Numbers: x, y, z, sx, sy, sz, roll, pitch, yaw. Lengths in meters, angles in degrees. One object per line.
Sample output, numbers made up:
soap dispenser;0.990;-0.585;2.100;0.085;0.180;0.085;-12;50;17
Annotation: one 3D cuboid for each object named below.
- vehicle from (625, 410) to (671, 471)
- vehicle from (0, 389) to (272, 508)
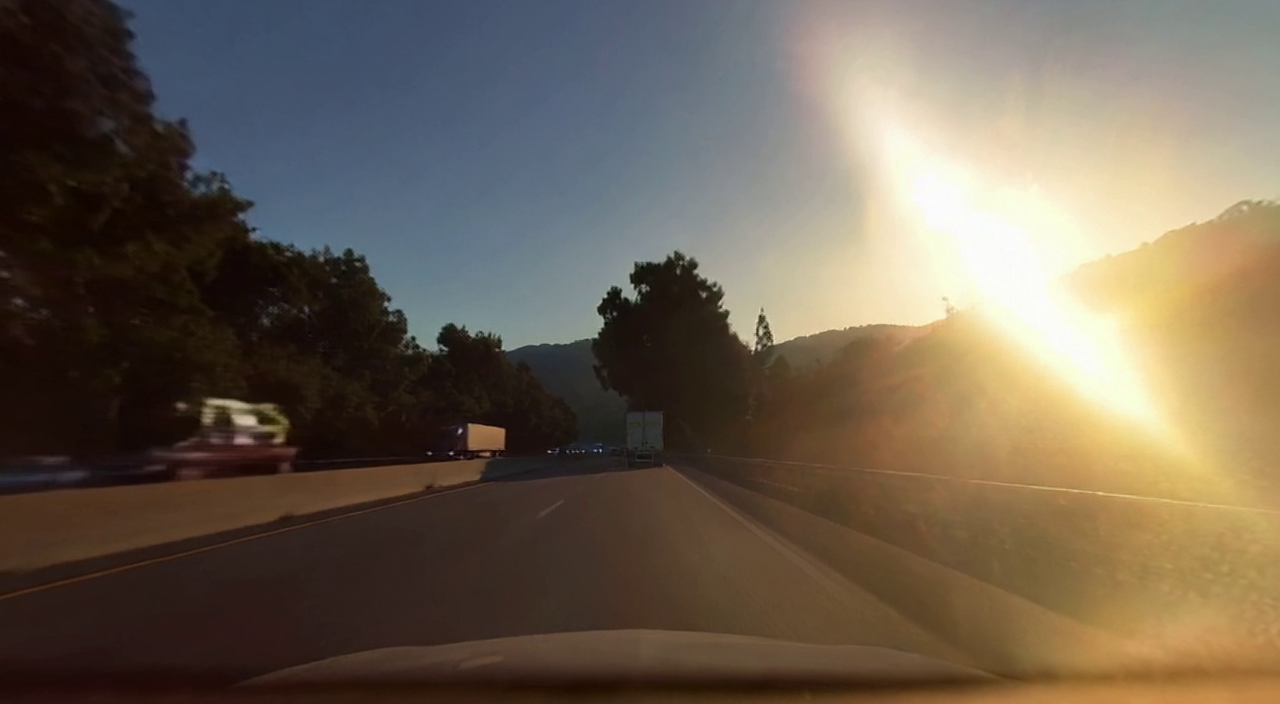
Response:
vehicle;0.486;6.586;46.638;3.024;3.965;10.399;0;-9;-1
vehicle;-12.759;2.524;16.615;2.282;2.547;5.989;0;-9;1
